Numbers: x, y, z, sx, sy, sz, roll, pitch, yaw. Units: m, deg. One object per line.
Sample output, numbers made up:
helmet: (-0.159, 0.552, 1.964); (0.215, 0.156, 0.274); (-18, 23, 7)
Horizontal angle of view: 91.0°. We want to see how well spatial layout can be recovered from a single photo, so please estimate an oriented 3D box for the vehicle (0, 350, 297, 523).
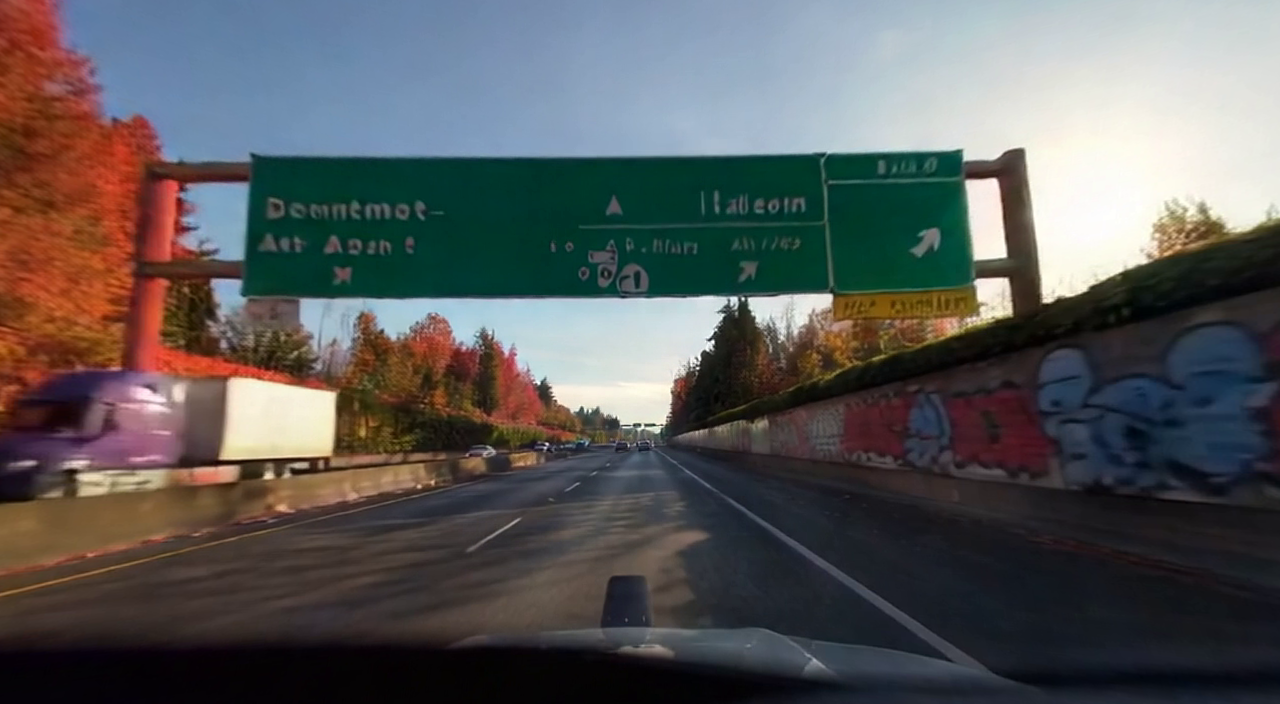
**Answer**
vehicle: (-14.689, 2.556, 18.927); (2.975, 3.820, 9.856); (0, -8, 1)
